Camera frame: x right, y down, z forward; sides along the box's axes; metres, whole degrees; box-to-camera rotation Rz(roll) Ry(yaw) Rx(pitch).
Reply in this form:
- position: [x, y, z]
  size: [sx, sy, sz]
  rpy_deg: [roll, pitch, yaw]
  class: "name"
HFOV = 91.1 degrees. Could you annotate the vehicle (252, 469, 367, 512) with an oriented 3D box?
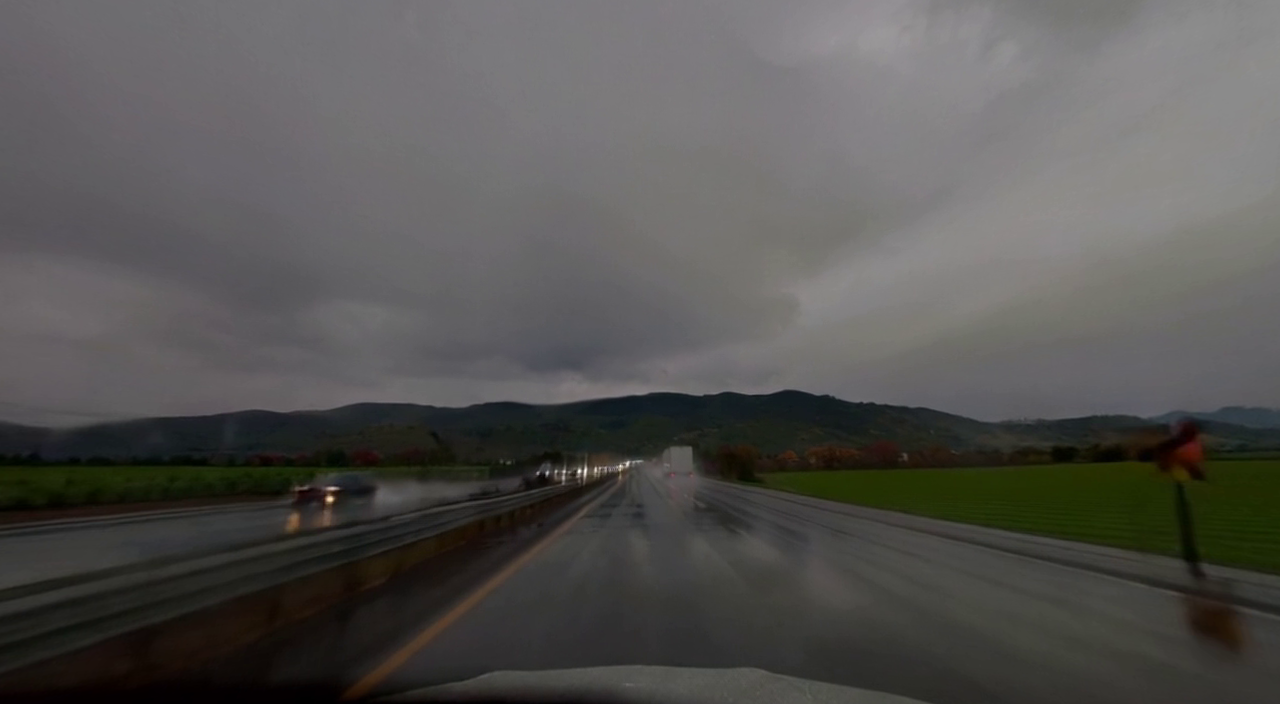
- position: [-12.752, 5.352, 24.645]
  size: [1.884, 1.497, 4.704]
  rpy_deg: [0, -10, 1]
  class: "vehicle"
